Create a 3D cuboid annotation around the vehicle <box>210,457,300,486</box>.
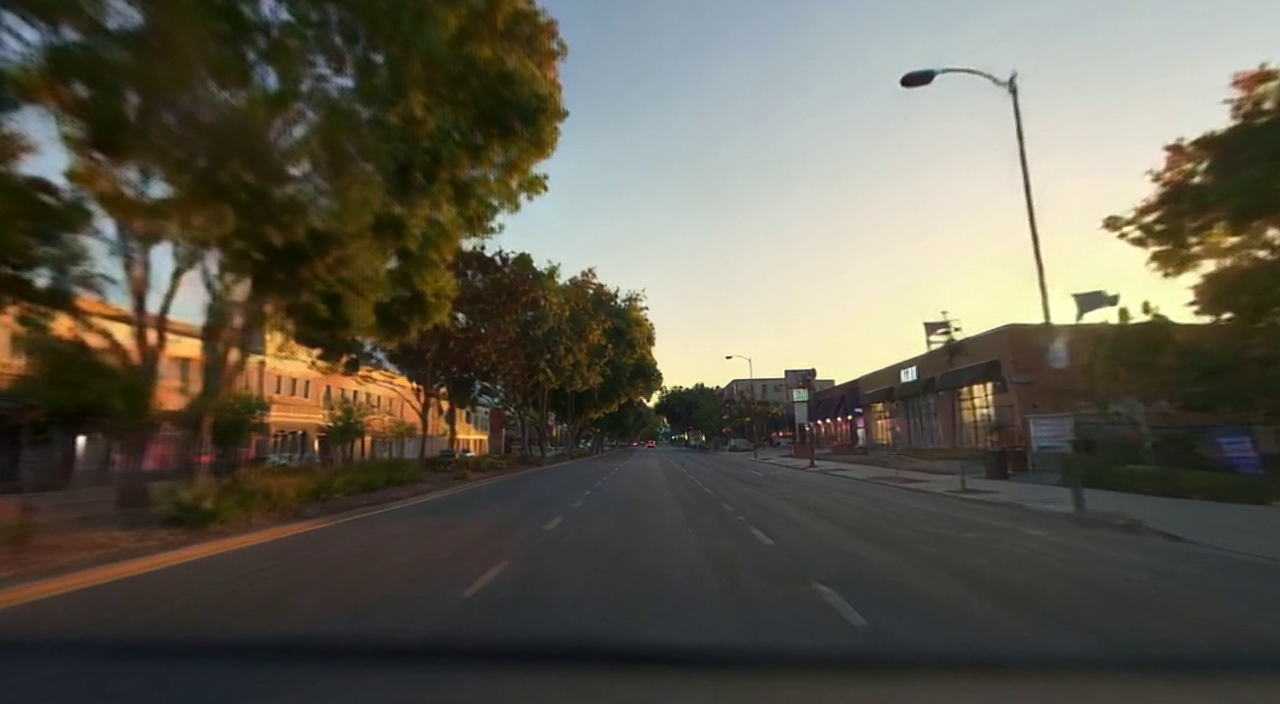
[{"bbox_3d":[-22.192,6.876,36.570,2.135,1.467,4.653,-1,-9,2],"label":"vehicle"}]
